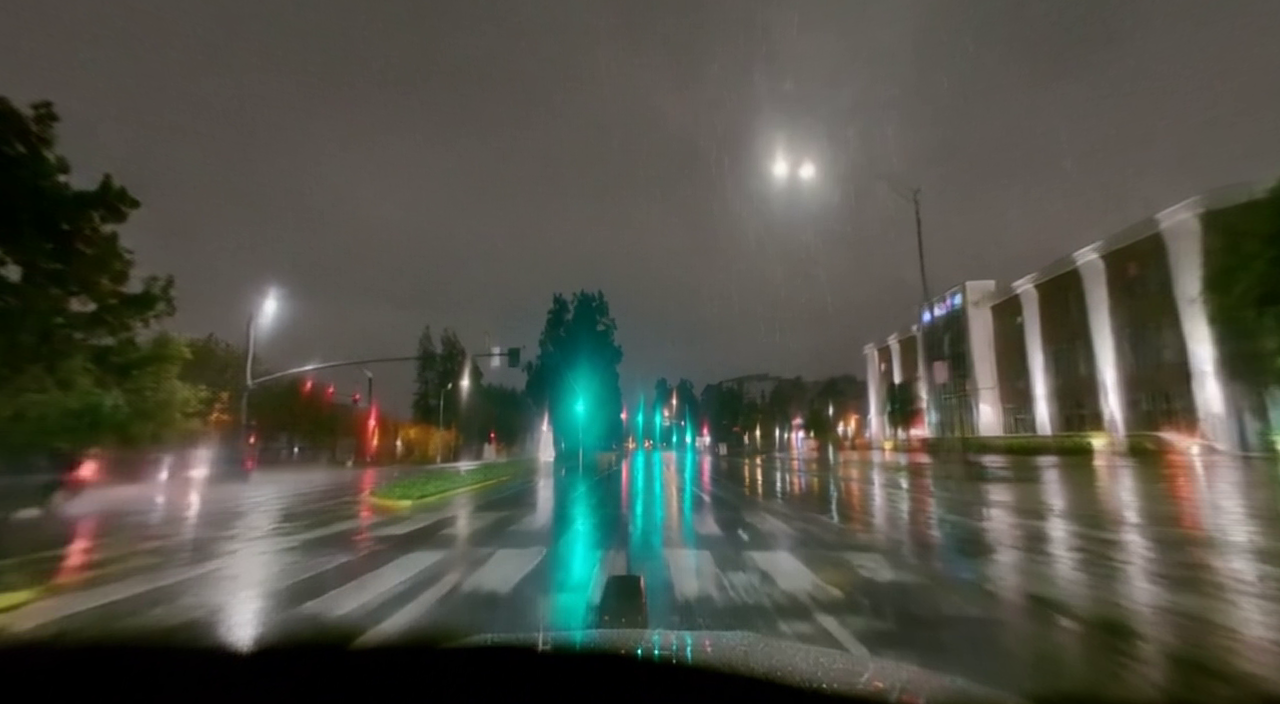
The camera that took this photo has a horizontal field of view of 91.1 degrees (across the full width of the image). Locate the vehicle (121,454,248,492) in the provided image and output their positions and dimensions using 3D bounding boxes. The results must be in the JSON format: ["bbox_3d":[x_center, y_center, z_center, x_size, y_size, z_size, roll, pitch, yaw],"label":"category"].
[{"bbox_3d":[-19.304,5.118,26.944,1.832,1.432,4.855,0,-9,0],"label":"vehicle"}]

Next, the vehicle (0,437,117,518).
[{"bbox_3d":[-14.731,2.795,14.066,1.936,1.718,4.643,0,-8,1],"label":"vehicle"}]
